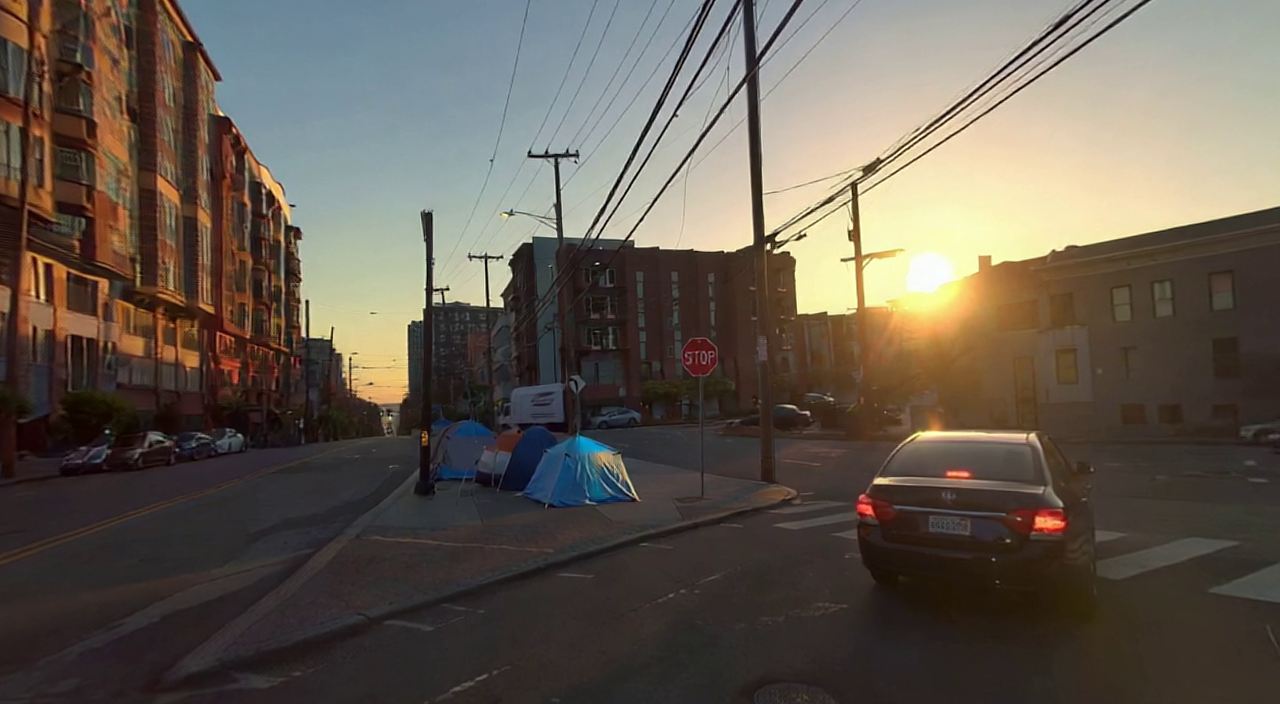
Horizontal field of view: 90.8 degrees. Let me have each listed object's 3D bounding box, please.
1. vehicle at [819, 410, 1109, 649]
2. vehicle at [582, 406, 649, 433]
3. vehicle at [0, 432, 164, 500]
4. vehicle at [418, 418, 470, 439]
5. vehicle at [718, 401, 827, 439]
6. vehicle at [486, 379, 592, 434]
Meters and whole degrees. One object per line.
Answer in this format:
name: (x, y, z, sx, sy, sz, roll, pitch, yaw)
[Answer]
vehicle: (3.531, 1.573, 6.747, 1.945, 1.647, 4.160, -6, -10, 32)
vehicle: (-1.615, 4.295, 39.759, 1.790, 1.468, 4.422, 7, -11, -42)
vehicle: (-17.183, 3.480, 19.833, 2.054, 1.800, 5.212, 3, -9, -21)
vehicle: (-15.331, 6.011, 49.350, 2.089, 1.506, 4.641, 7, -11, -41)
vehicle: (5.772, 3.084, 27.956, 4.363, 1.511, 1.838, -8, -11, 42)
vehicle: (-6.444, 3.538, 39.596, 7.172, 3.075, 2.584, -7, -10, 41)
